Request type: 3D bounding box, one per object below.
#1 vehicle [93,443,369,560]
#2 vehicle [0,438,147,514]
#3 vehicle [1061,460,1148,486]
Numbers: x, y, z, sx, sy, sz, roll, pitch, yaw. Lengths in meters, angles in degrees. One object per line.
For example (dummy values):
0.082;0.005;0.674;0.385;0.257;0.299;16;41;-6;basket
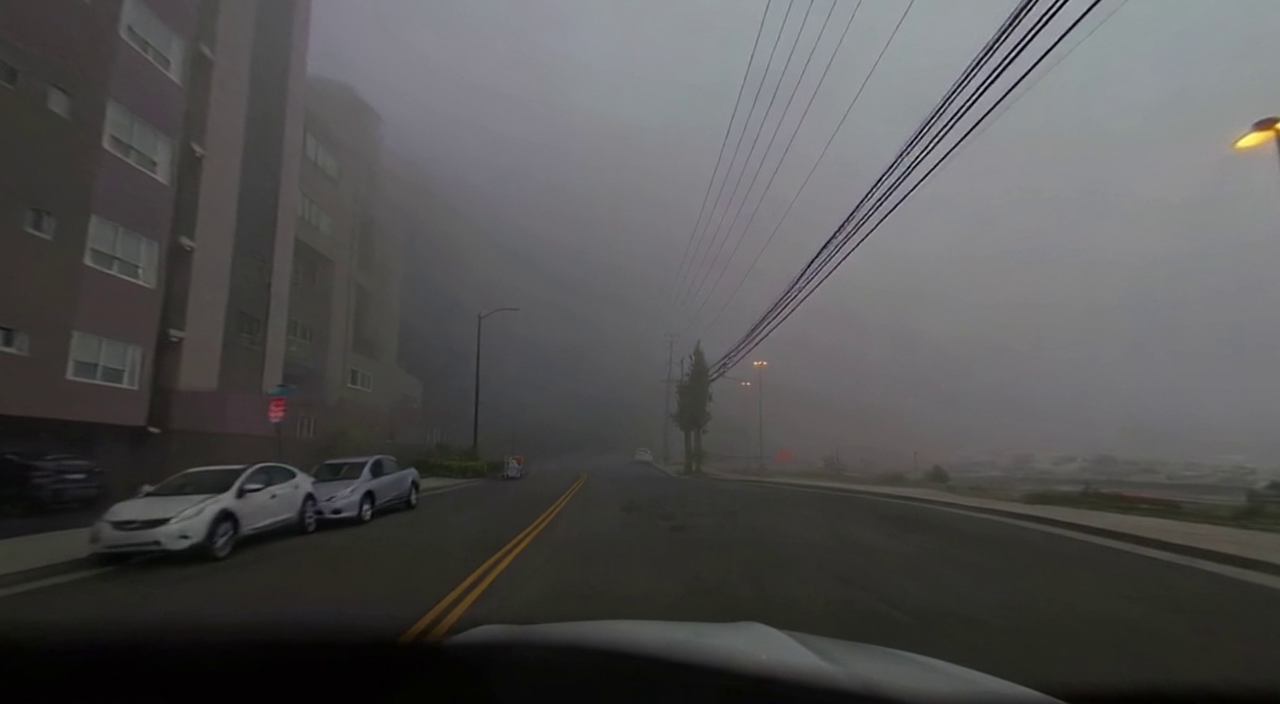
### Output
-6.859;2.497;11.387;1.998;1.633;4.673;0;-9;-2;vehicle
-14.176;3.006;15.839;1.998;1.576;5.203;5;-10;-30;vehicle
34.687;9.023;47.081;4.853;1.751;2.075;0;-9;0;vehicle
